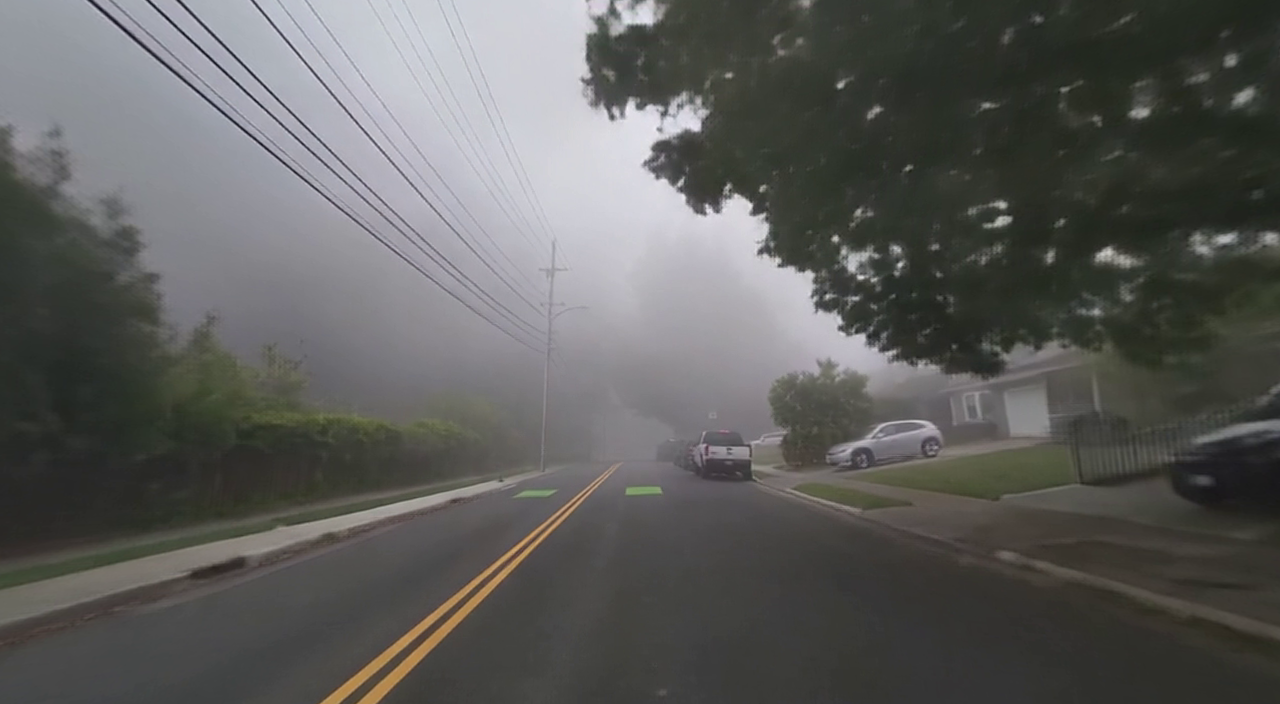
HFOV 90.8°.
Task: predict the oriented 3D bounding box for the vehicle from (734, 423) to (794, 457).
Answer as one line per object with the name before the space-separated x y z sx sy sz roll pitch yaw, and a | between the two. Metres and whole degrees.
vehicle | 9.690 6.909 49.544 4.008 1.765 1.880 -12 -8 -1

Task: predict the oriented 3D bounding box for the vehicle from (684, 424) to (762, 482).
vehicle | 3.144 4.021 25.357 2.347 2.070 5.735 0 -9 0

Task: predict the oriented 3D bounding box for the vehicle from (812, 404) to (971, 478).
vehicle | 8.585 3.081 21.893 4.418 1.648 2.017 -10 -8 -1

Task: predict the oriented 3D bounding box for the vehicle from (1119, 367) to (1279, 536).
vehicle | 9.447 0.991 8.139 4.922 1.846 1.941 -6 -8 -5
